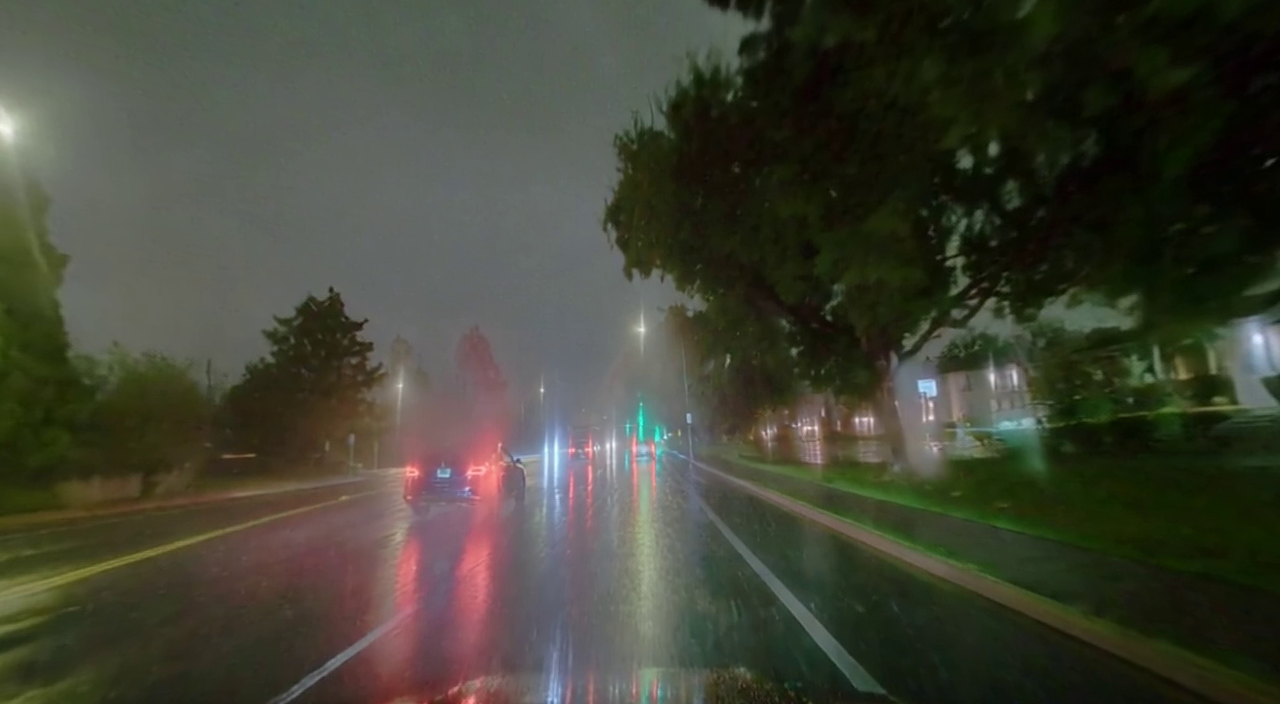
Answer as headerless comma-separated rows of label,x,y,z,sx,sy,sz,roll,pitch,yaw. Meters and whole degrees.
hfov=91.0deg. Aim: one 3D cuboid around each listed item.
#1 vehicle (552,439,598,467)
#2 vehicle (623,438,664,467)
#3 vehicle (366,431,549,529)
vehicle,-3.573,5.643,35.365,2.114,1.500,3.912,0,-8,0
vehicle,0.177,5.390,33.879,2.065,1.456,4.099,0,-8,0
vehicle,-3.078,2.260,11.761,2.030,1.467,4.403,0,-8,1
